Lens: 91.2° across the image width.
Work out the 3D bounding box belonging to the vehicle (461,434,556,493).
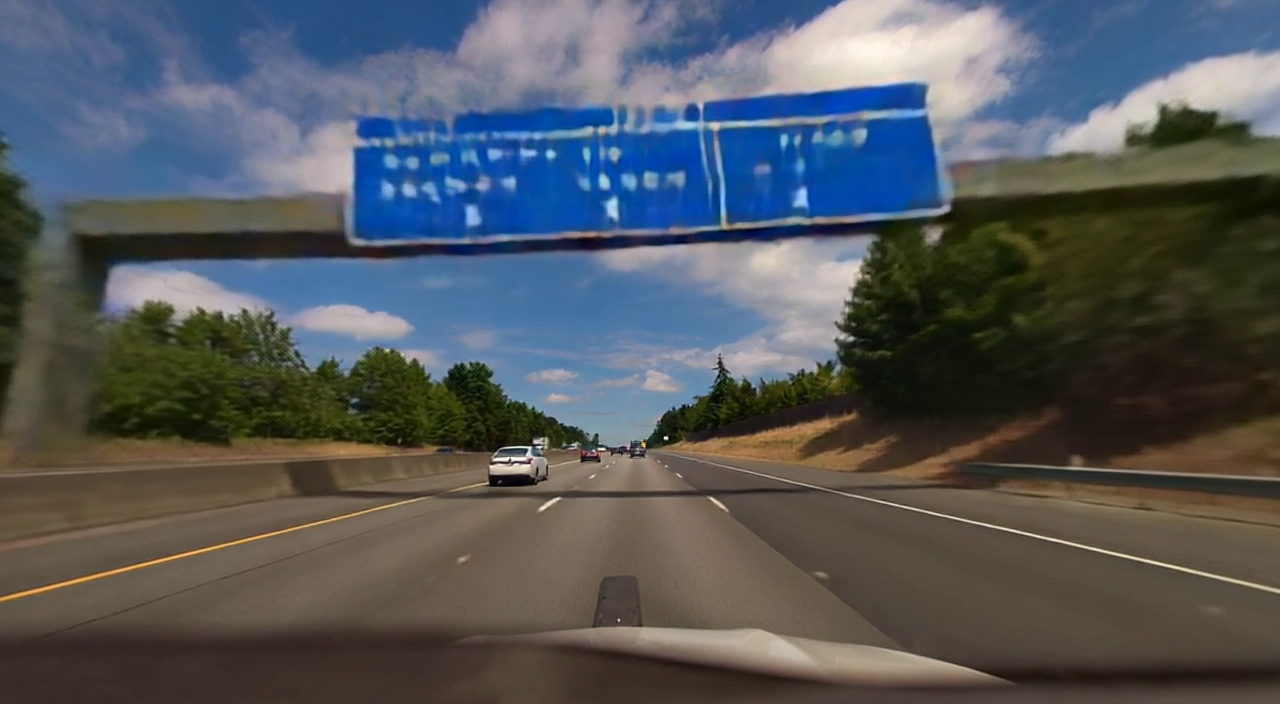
[{"bbox_3d":[-4.097,3.561,20.321,2.151,1.693,4.201,0,-9,0],"label":"vehicle"}]
